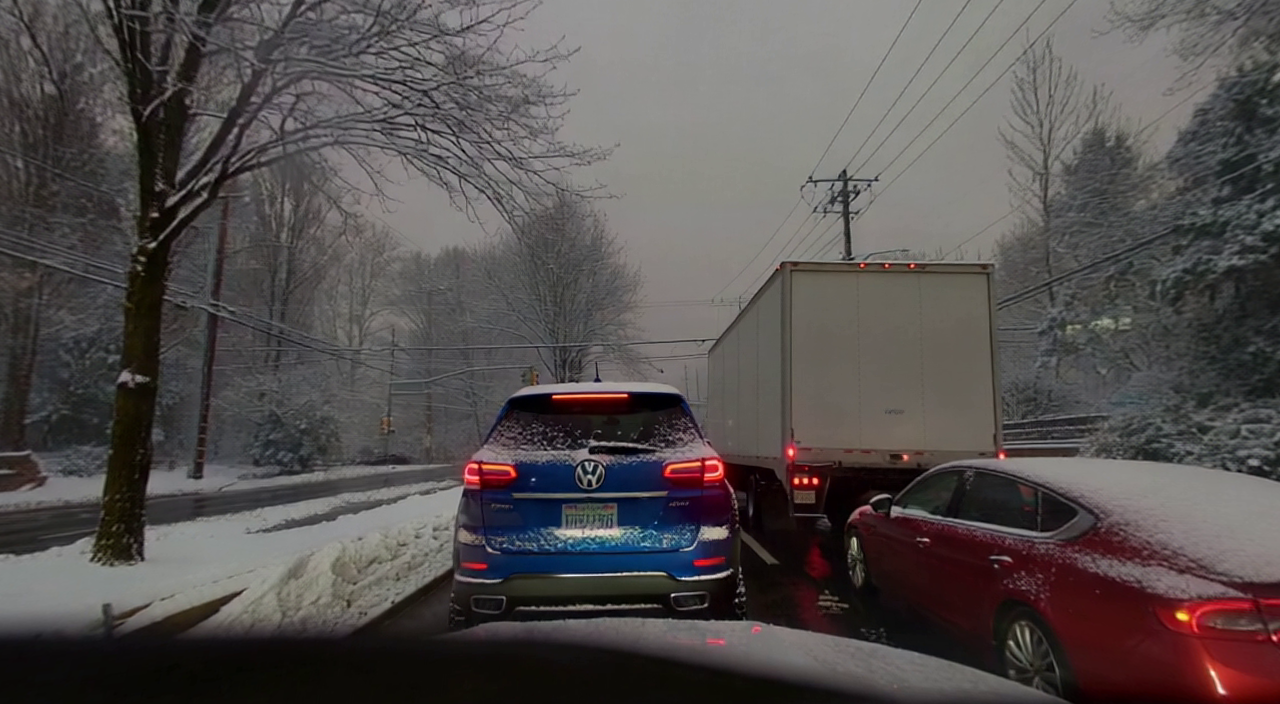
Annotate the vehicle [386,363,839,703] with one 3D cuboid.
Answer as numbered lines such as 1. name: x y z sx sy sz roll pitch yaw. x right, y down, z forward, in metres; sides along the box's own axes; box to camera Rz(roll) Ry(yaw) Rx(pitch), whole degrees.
1. vehicle: -0.125 1.228 5.138 2.114 1.732 4.230 0 -8 0

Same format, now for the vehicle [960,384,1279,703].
1. vehicle: 2.821 0.747 1.188 1.971 1.484 4.728 0 -8 0

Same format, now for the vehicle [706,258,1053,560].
1. vehicle: 3.229 1.259 11.833 2.915 3.559 8.848 0 -8 0
